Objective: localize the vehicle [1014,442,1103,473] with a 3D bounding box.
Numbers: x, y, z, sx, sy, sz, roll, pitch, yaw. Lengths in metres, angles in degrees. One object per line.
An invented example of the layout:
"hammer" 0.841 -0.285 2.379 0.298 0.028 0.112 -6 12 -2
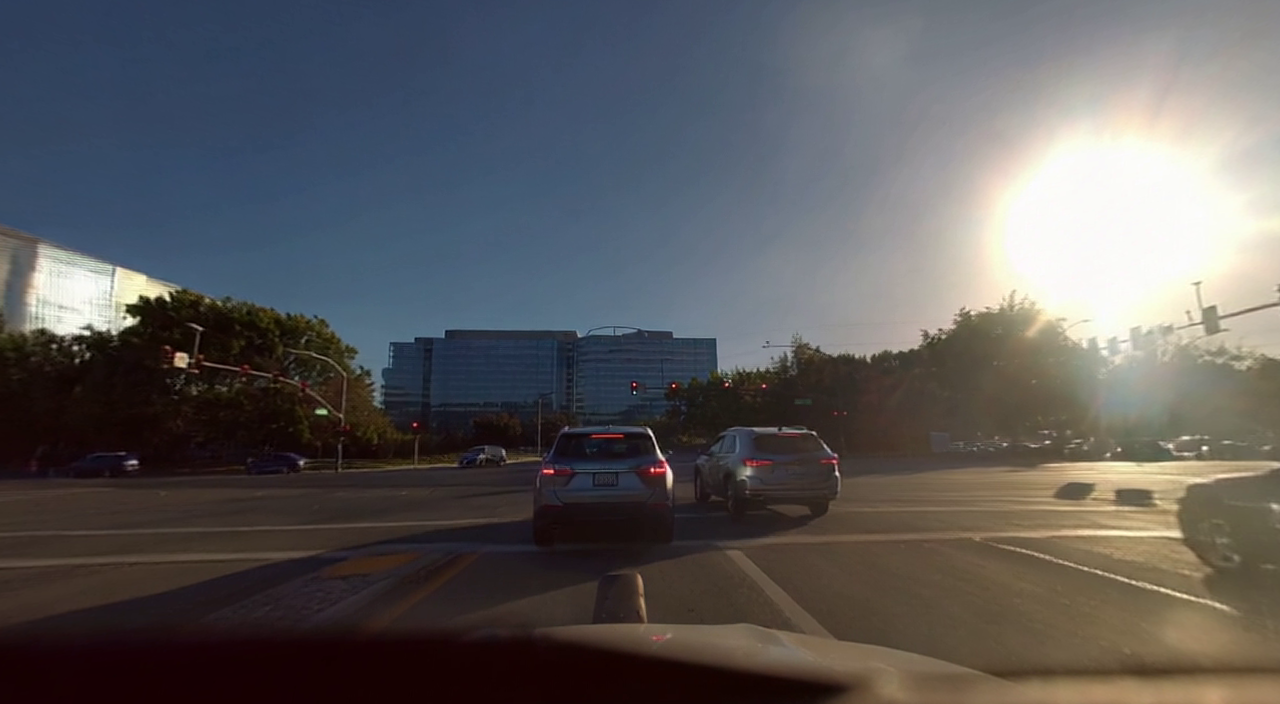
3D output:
"vehicle" 27.253 6.883 41.249 4.322 1.595 1.752 -6 -10 2

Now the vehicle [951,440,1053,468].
"vehicle" 25.860 7.328 45.292 5.895 1.921 2.150 0 -9 1

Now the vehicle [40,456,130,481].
"vehicle" -37.479 7.834 42.712 4.253 1.610 1.800 0 -9 -1

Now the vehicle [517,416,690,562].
"vehicle" -0.541 1.932 9.622 2.039 1.698 4.144 0 -9 -3

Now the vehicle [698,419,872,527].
"vehicle" 2.660 2.366 12.885 2.228 1.798 4.370 1 -9 -4

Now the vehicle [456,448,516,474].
"vehicle" -10.191 7.178 41.838 3.771 1.593 1.789 -6 -11 36

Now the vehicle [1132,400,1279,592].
"vehicle" 6.059 1.062 4.410 1.690 1.538 4.313 0 -9 -1

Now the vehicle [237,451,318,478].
"vehicle" -24.057 7.446 41.955 4.318 1.712 2.188 -3 -9 19
